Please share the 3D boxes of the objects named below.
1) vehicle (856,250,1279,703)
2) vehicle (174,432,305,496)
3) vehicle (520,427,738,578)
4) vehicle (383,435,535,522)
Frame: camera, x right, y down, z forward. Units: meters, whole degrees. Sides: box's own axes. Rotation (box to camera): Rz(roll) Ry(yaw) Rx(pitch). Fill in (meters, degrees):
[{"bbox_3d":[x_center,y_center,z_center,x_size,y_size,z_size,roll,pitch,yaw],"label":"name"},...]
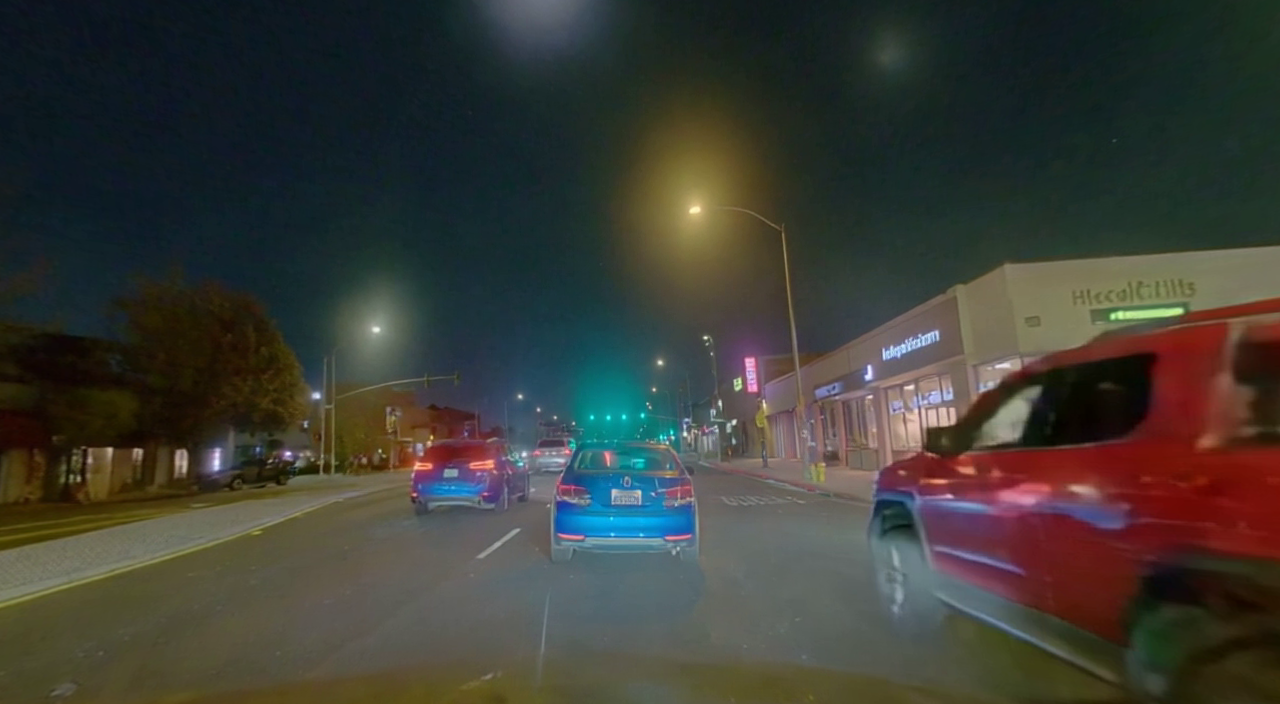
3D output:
[{"bbox_3d":[3.267,0.898,3.877,2.152,1.987,4.527,0,-9,-1],"label":"vehicle"},{"bbox_3d":[-19.166,5.357,30.671,2.286,2.777,5.926,0,-9,2],"label":"vehicle"},{"bbox_3d":[-0.114,1.801,8.336,2.160,1.482,4.037,0,-9,0],"label":"vehicle"},{"bbox_3d":[-3.454,2.492,12.914,1.905,1.473,4.016,0,-9,0],"label":"vehicle"}]
